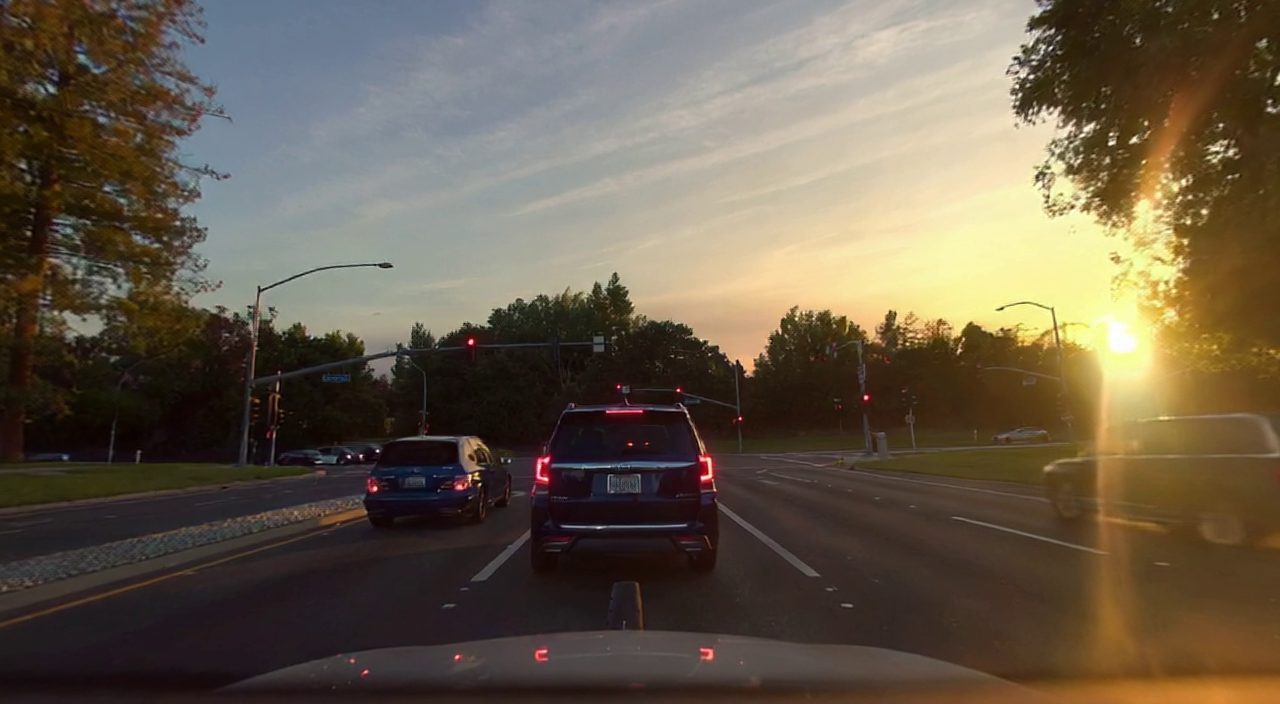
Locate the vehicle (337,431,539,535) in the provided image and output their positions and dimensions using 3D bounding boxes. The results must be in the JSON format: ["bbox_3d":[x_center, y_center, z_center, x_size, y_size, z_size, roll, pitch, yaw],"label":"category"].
[{"bbox_3d":[-3.367,2.293,11.837,2.061,1.504,5.142,0,-8,0],"label":"vehicle"}]

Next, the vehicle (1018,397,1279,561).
[{"bbox_3d":[7.981,1.696,9.050,2.166,1.761,4.692,0,-8,0],"label":"vehicle"}]

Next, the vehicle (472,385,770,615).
[{"bbox_3d":[-0.157,1.450,7.050,2.298,1.770,4.138,0,-8,0],"label":"vehicle"}]
